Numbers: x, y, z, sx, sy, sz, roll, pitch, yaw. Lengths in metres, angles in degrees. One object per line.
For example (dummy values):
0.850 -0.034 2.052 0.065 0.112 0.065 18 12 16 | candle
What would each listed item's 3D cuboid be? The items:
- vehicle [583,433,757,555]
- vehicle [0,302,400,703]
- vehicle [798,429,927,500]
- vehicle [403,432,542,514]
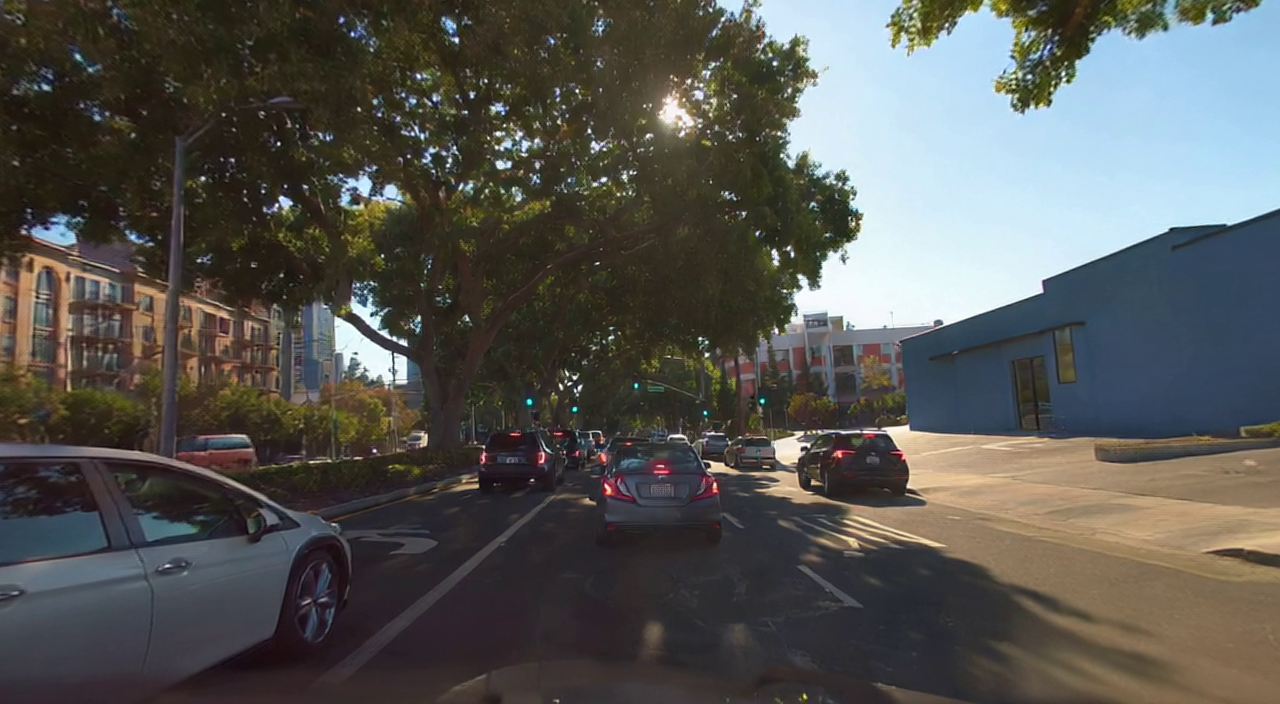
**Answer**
0.273 1.995 9.578 2.095 1.438 3.843 0 -9 -3 | vehicle
-3.270 0.927 3.380 2.152 1.802 4.628 0 -9 0 | vehicle
6.341 3.248 18.686 2.025 1.808 4.579 0 -9 -2 | vehicle
-3.511 2.625 14.232 1.901 1.522 4.556 0 -9 0 | vehicle
